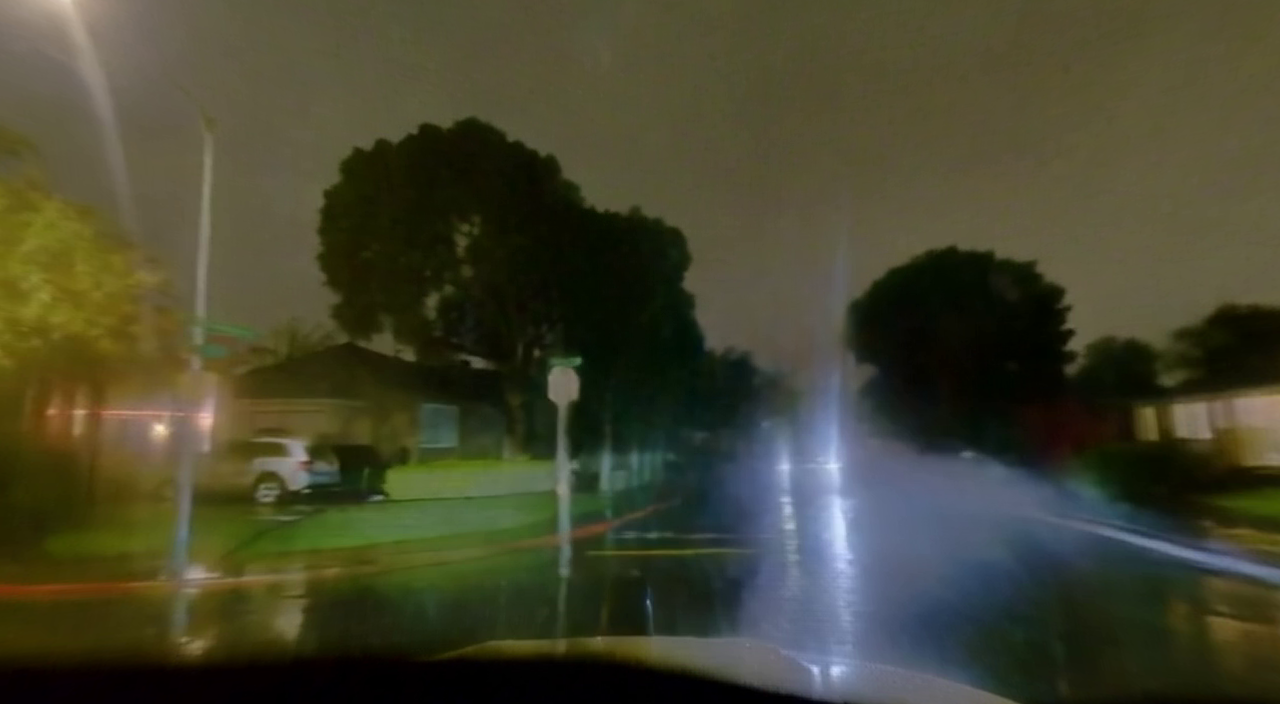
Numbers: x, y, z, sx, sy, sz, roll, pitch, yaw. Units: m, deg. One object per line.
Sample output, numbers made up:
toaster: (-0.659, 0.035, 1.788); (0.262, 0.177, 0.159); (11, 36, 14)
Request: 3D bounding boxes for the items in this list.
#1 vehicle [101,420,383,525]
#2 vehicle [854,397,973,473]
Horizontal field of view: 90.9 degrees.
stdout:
vehicle: (-8.624, 2.593, 14.711); (2.286, 1.915, 5.980); (-1, -7, 6)
vehicle: (12.676, 3.851, 29.912); (2.718, 3.089, 6.380); (-2, -6, 1)
